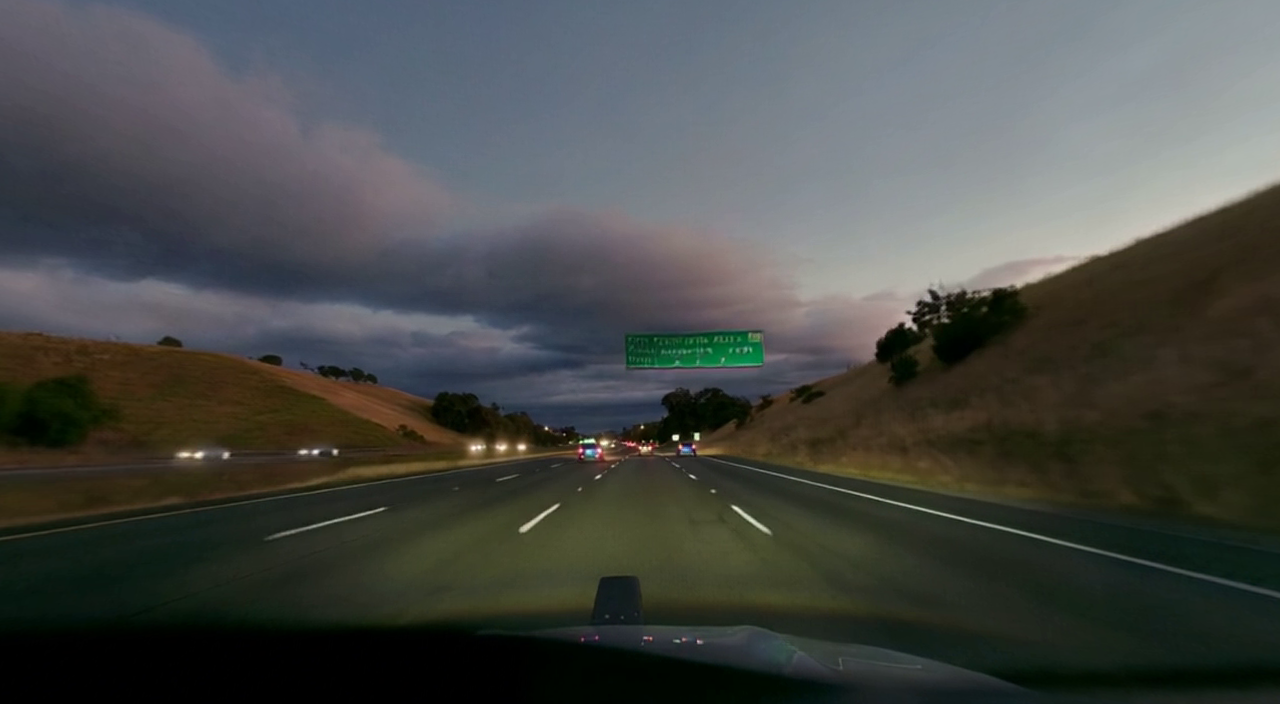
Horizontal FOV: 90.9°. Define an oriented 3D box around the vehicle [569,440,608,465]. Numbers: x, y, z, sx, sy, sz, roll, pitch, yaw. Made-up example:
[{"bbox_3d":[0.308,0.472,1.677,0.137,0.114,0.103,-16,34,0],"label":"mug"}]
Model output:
[{"bbox_3d":[-3.381,6.690,42.032,2.159,1.562,4.441,0,-8,1],"label":"vehicle"}]
